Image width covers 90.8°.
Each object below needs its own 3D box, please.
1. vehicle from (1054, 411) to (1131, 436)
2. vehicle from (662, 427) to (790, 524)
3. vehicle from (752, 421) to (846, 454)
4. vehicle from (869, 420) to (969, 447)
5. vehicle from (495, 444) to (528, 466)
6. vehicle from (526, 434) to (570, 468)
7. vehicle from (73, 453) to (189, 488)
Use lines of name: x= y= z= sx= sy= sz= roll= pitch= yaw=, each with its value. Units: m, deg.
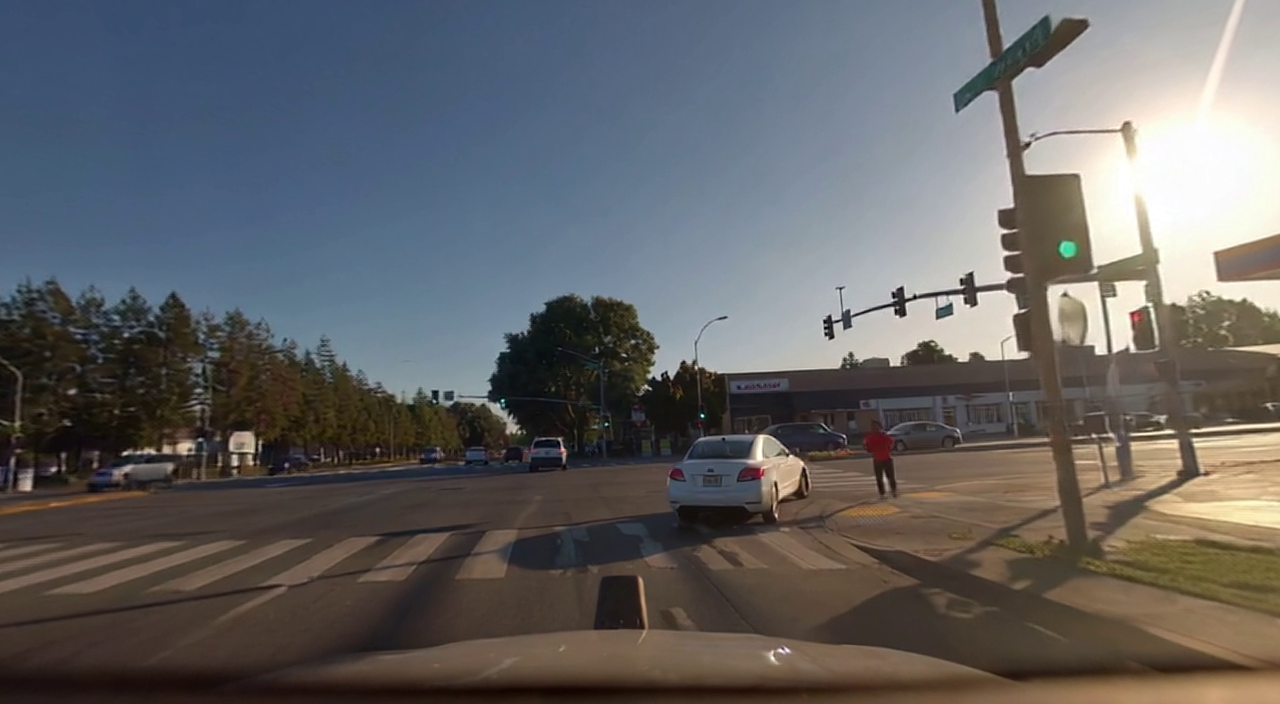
vehicle: x=30.381 y=4.841 z=42.476 sx=3.923 sy=1.619 sz=1.817 roll=1 pitch=-8 yaw=-7
vehicle: x=1.774 y=2.244 z=12.078 sx=1.976 sy=1.462 sz=4.342 roll=-2 pitch=-9 yaw=12
vehicle: x=8.540 y=4.620 z=34.143 sx=4.524 sy=1.681 sz=1.823 roll=1 pitch=-9 yaw=-8
vehicle: x=15.324 y=4.508 z=34.801 sx=4.700 sy=1.417 sz=1.789 roll=1 pitch=-8 yaw=-6
vehicle: x=-9.411 y=7.548 z=46.613 sx=2.003 sy=1.492 sz=4.291 roll=1 pitch=-8 yaw=-6
vehicle: x=-4.944 y=5.351 z=34.392 sx=2.210 sy=1.722 sz=4.215 roll=1 pitch=-8 yaw=-6
vehicle: x=-26.403 y=6.141 z=33.033 sx=2.376 sy=1.616 sz=4.587 roll=0 pitch=-9 yaw=-2
